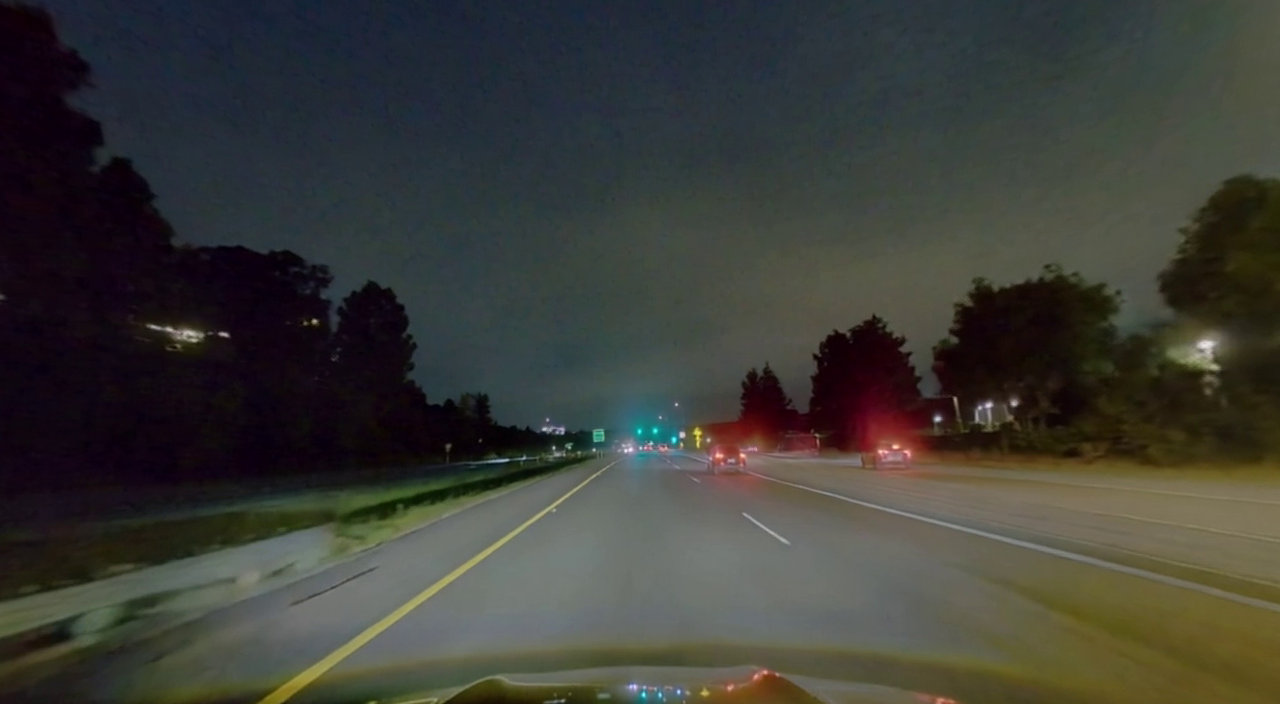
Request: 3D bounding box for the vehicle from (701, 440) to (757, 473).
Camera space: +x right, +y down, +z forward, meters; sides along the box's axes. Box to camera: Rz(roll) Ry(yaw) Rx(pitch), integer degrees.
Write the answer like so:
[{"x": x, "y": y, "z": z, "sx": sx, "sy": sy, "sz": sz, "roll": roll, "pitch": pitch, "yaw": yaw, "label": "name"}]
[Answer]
[{"x": 4.306, "y": 5.144, "z": 31.235, "sx": 2.042, "sy": 1.518, "sz": 4.477, "roll": 0, "pitch": -9, "yaw": -1, "label": "vehicle"}]
